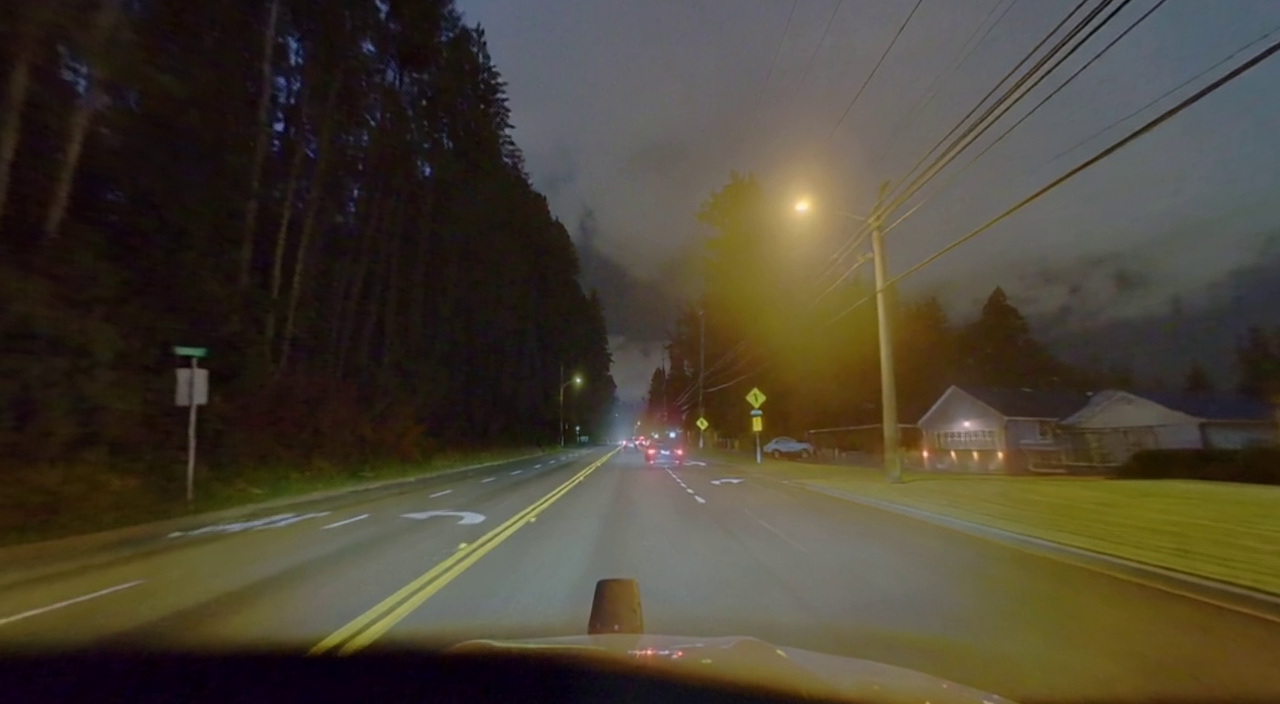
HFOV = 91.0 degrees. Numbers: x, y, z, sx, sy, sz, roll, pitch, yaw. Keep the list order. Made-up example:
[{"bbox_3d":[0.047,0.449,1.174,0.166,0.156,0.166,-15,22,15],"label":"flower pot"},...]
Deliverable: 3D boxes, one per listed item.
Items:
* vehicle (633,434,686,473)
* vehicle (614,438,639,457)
[{"bbox_3d":[0.748,4.298,26.828,1.975,1.497,3.647,1,-8,-3],"label":"vehicle"},{"bbox_3d":[-1.017,7.496,49.431,1.927,1.453,3.848,0,-8,0],"label":"vehicle"}]
